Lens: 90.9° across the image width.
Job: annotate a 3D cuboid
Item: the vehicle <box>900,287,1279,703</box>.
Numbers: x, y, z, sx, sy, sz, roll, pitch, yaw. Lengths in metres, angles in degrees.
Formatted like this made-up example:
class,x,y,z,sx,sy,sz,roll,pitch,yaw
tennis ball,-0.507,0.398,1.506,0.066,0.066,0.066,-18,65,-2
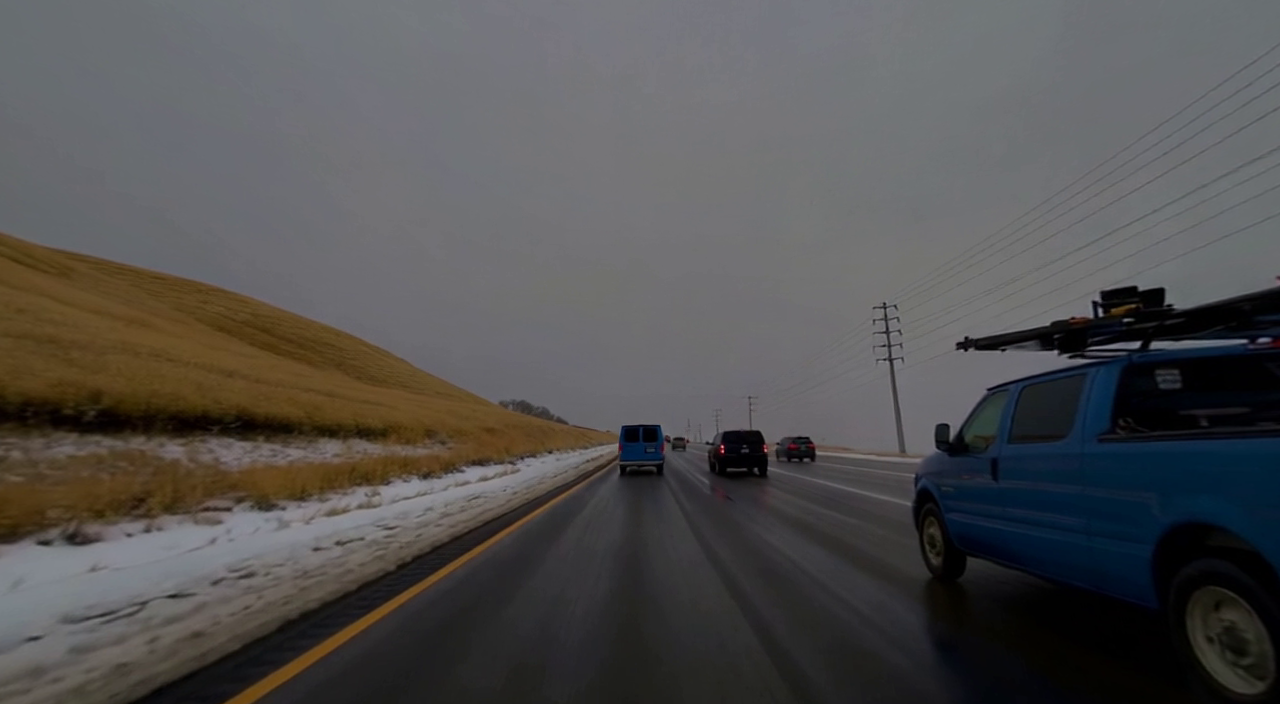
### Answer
class,x,y,z,sx,sy,sz,roll,pitch,yaw
vehicle,3.851,0.798,3.126,2.691,1.901,5.744,0,-8,0

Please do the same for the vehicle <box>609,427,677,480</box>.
class,x,y,z,sx,sy,sz,roll,pitch,yaw
vehicle,0.123,3.763,23.559,2.268,1.772,4.523,0,-8,1

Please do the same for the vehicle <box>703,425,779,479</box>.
class,x,y,z,sx,sy,sz,roll,pitch,yaw
vehicle,3.673,3.735,23.819,2.139,1.821,4.480,0,-8,0
